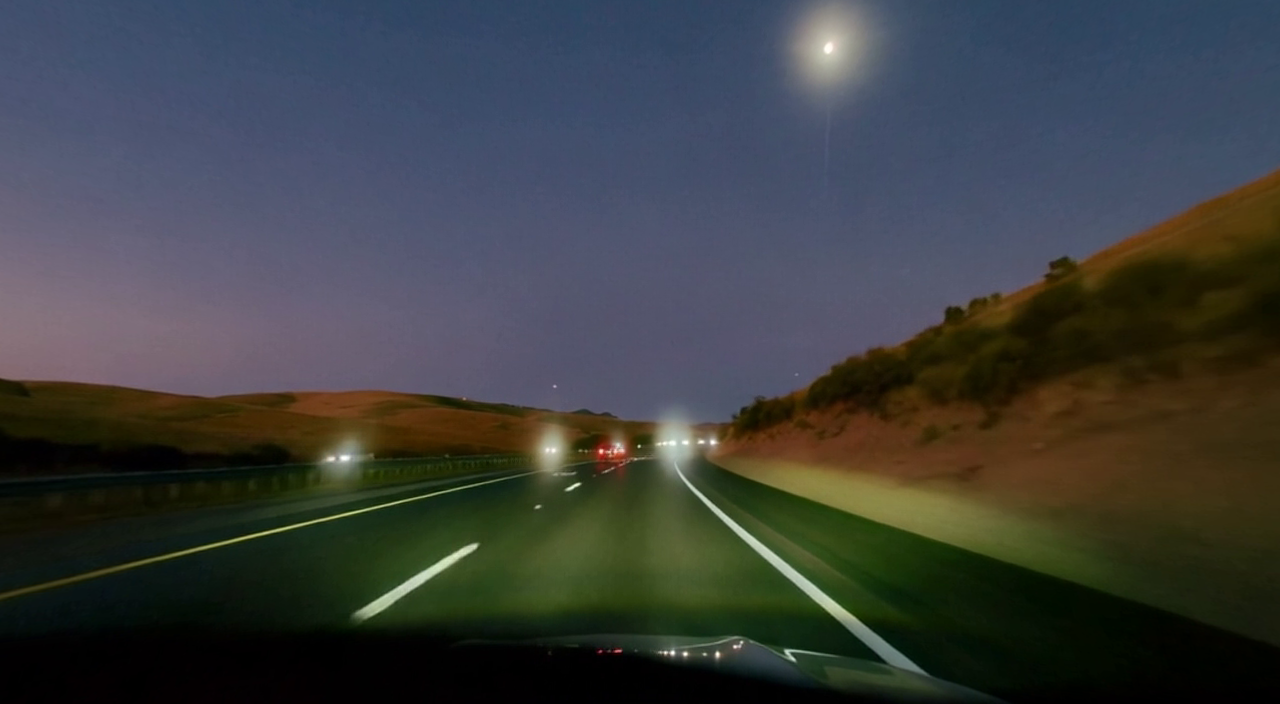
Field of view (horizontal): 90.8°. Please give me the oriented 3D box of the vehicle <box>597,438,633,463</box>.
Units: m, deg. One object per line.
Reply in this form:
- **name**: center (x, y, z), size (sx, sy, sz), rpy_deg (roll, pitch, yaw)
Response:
- **vehicle**: center (-1.884, 7.564, 48.681), size (2.252, 1.743, 4.560), rpy_deg (-1, -8, 4)
